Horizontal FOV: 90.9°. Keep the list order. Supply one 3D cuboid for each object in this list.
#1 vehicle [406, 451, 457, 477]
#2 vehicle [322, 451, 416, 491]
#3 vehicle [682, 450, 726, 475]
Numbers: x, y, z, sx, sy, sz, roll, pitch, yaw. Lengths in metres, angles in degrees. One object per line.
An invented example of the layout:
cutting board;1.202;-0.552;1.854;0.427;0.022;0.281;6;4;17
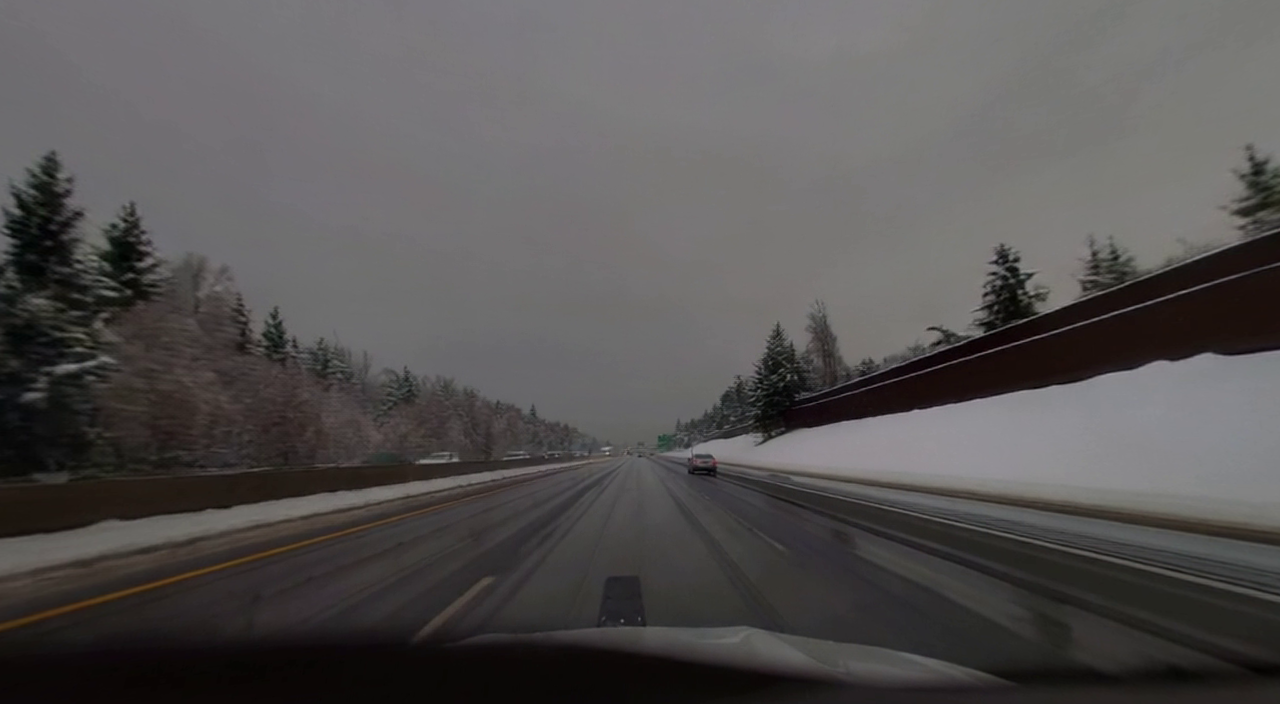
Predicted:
vehicle;-14.285;7.654;43.383;1.988;1.638;4.260;0;-9;0
vehicle;-11.339;4.984;26.789;1.879;1.511;4.778;0;-9;0
vehicle;3.690;6.474;37.110;2.065;1.400;4.028;0;-9;-1
